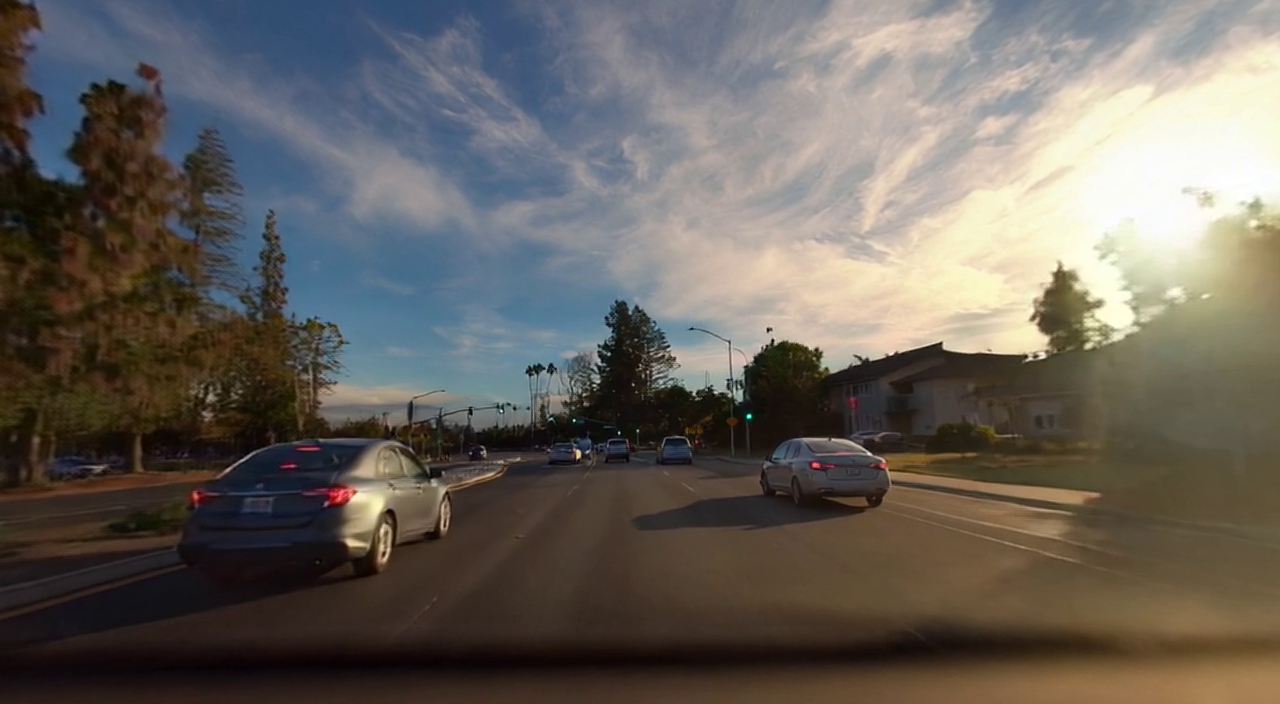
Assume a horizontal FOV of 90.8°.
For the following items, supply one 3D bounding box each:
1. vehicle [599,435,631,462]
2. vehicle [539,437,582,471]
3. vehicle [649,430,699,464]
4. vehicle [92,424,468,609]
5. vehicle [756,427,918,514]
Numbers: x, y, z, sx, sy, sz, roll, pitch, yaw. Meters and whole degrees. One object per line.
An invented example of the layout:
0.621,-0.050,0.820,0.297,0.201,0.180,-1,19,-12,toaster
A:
-1.939,7.257,47.599,2.164,1.867,4.254,0,-8,-5,vehicle
-4.043,5.242,32.619,1.922,1.577,4.140,0,-8,-4,vehicle
2.050,5.985,39.725,2.391,1.960,5.600,0,-8,-4,vehicle
-3.505,1.651,7.303,1.924,1.473,4.200,0,-8,-1,vehicle
3.841,2.380,13.163,1.870,1.491,4.009,0,-8,-3,vehicle
